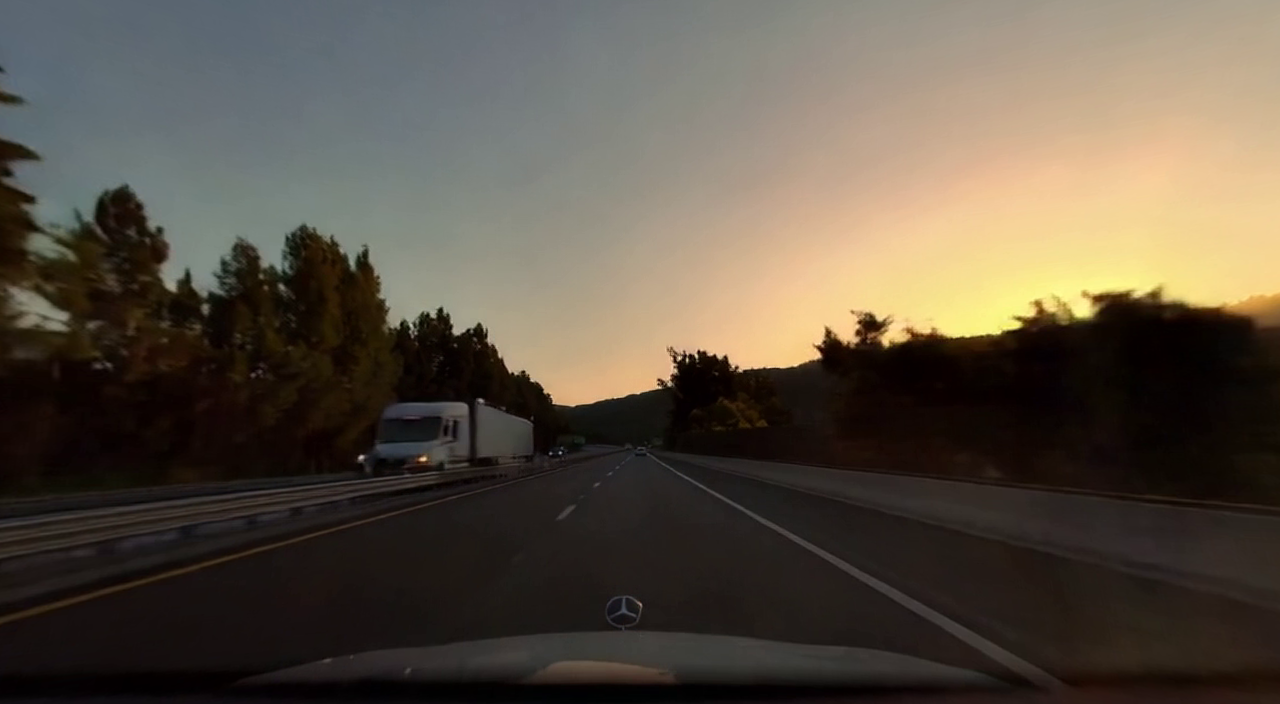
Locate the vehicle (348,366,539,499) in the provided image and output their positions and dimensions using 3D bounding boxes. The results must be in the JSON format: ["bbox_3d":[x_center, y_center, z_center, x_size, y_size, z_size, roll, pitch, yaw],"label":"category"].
[{"bbox_3d":[-6.640,3.347,24.890,2.939,3.731,14.269,0,-9,0],"label":"vehicle"}]
